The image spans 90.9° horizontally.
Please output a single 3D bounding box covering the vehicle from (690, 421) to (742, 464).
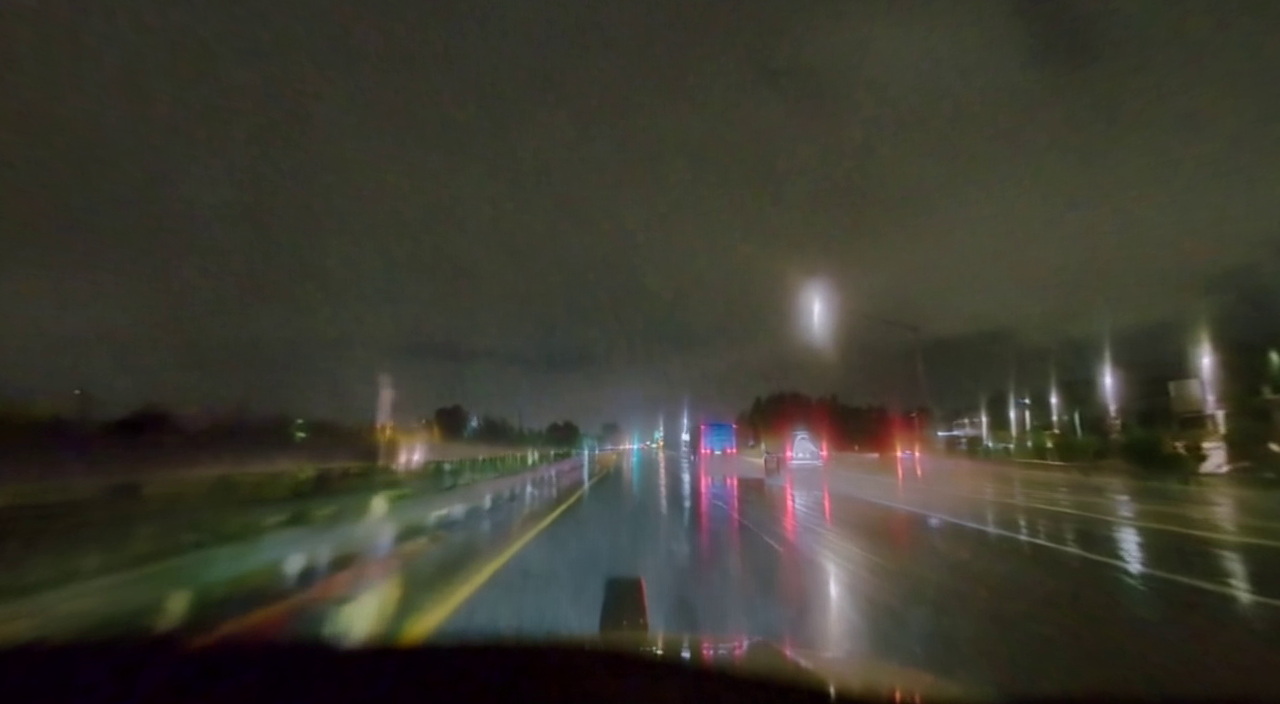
[{"bbox_3d":[4.641,5.728,39.760,2.430,2.495,6.062,0,-8,-1],"label":"vehicle"}]
